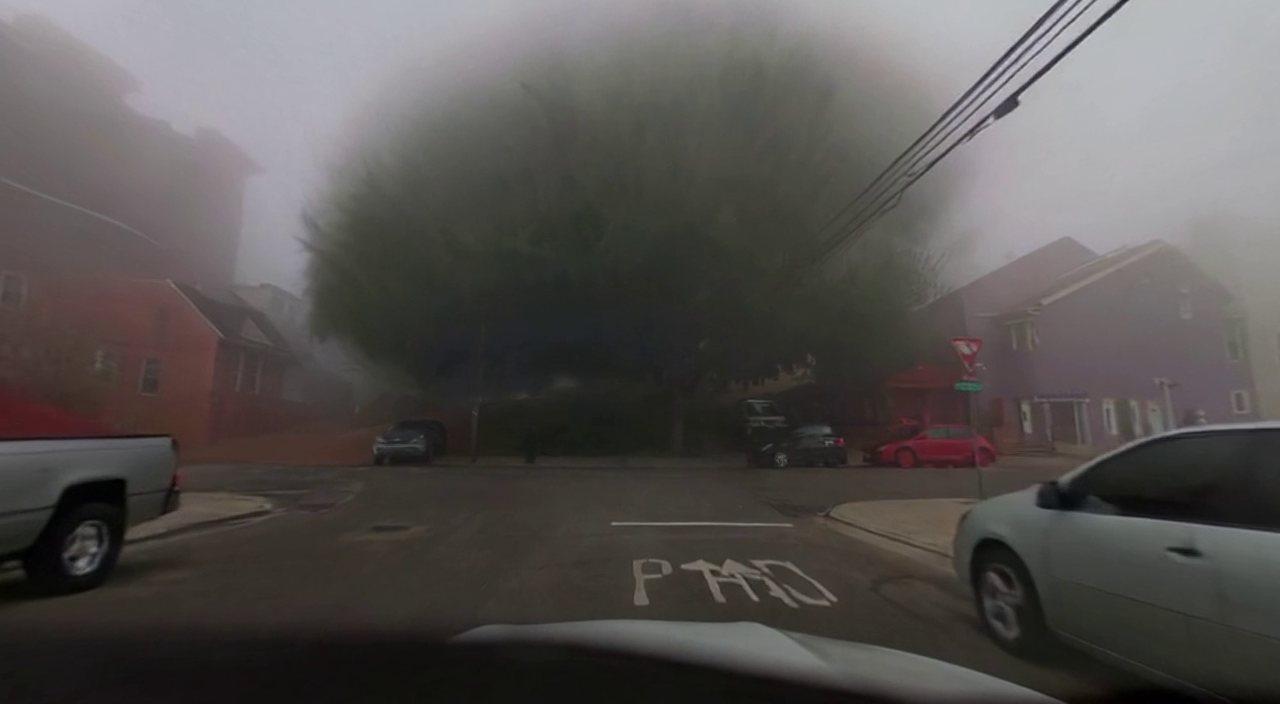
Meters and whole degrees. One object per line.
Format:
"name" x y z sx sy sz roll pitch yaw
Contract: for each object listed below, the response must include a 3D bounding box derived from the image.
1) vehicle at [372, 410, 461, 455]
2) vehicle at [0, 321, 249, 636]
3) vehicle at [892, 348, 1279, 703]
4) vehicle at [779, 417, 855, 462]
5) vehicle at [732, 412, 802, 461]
"vehicle" -9.517 3.533 27.275 2.091 1.760 4.760 0 -9 0
"vehicle" -5.499 0.770 3.730 2.480 2.084 6.353 1 -9 -3
"vehicle" 3.381 1.001 2.958 2.109 1.811 4.886 1 -9 -3
"vehicle" 7.582 3.804 27.356 2.053 1.756 4.034 -1 -8 0
"vehicle" 5.402 3.613 27.297 2.081 1.891 4.367 -1 -7 0
